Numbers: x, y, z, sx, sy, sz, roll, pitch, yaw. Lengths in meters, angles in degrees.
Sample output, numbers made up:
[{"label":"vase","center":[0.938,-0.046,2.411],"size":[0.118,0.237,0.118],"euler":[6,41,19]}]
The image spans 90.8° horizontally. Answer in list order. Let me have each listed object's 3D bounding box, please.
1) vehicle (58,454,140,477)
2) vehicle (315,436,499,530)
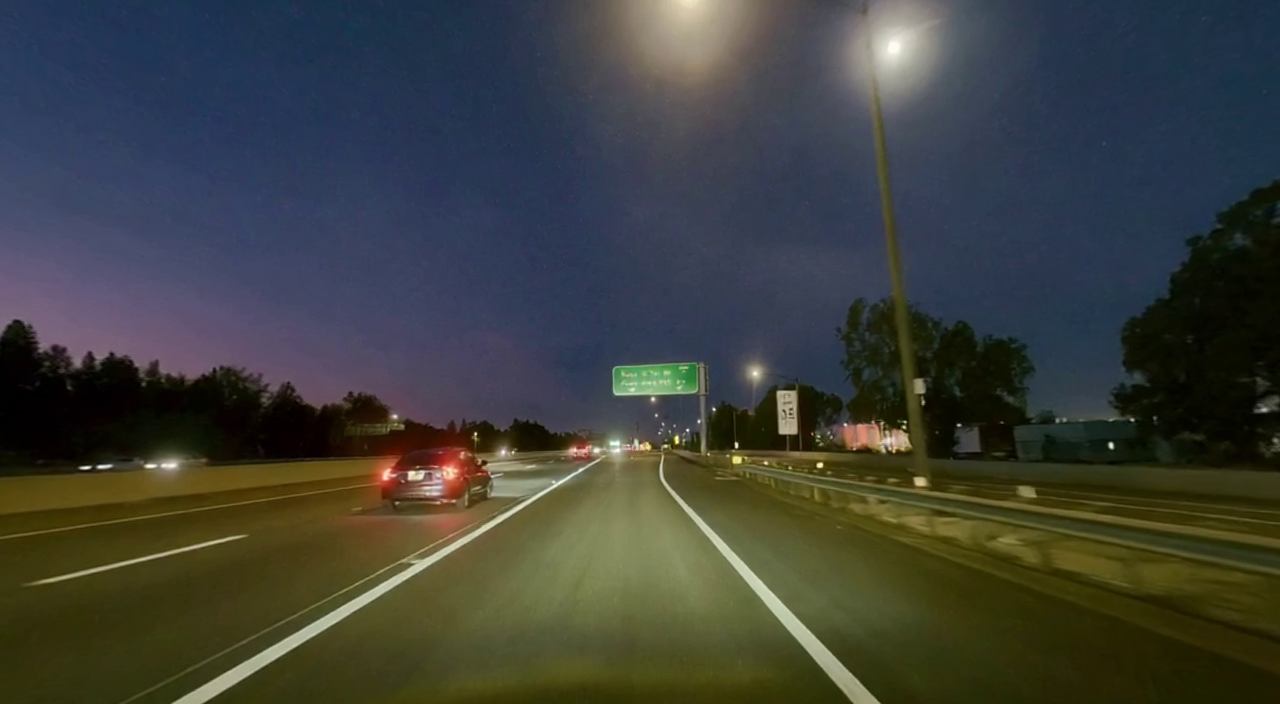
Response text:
[{"label":"vehicle","center":[-37.889,7.952,44.429],"size":[1.855,1.463,4.602],"euler":[0,-9,-3]},{"label":"vehicle","center":[-4.248,2.447,12.499],"size":[1.940,1.479,4.777],"euler":[0,-9,-2]}]
